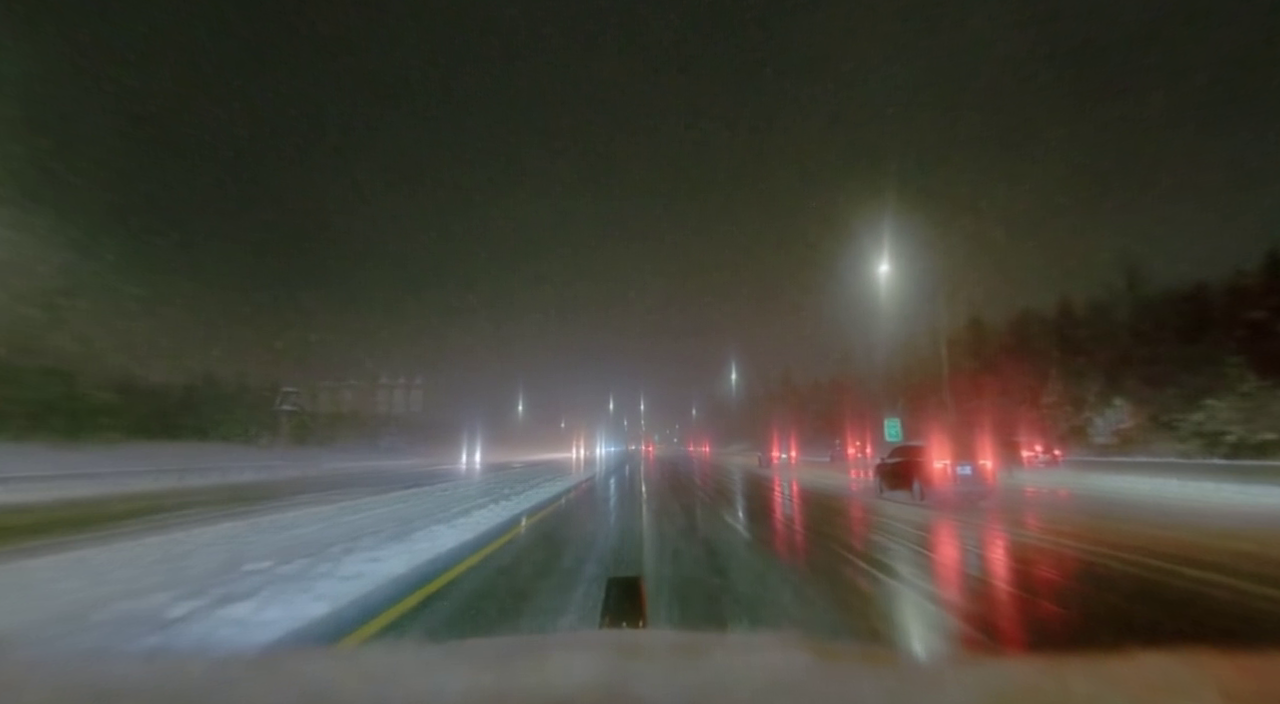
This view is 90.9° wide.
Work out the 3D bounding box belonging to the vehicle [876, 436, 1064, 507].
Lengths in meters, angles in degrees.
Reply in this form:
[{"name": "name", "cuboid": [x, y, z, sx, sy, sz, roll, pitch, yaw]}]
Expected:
[{"name": "vehicle", "cuboid": [8.053, 2.938, 16.089, 2.093, 1.525, 4.865, 0, -8, -1]}]
